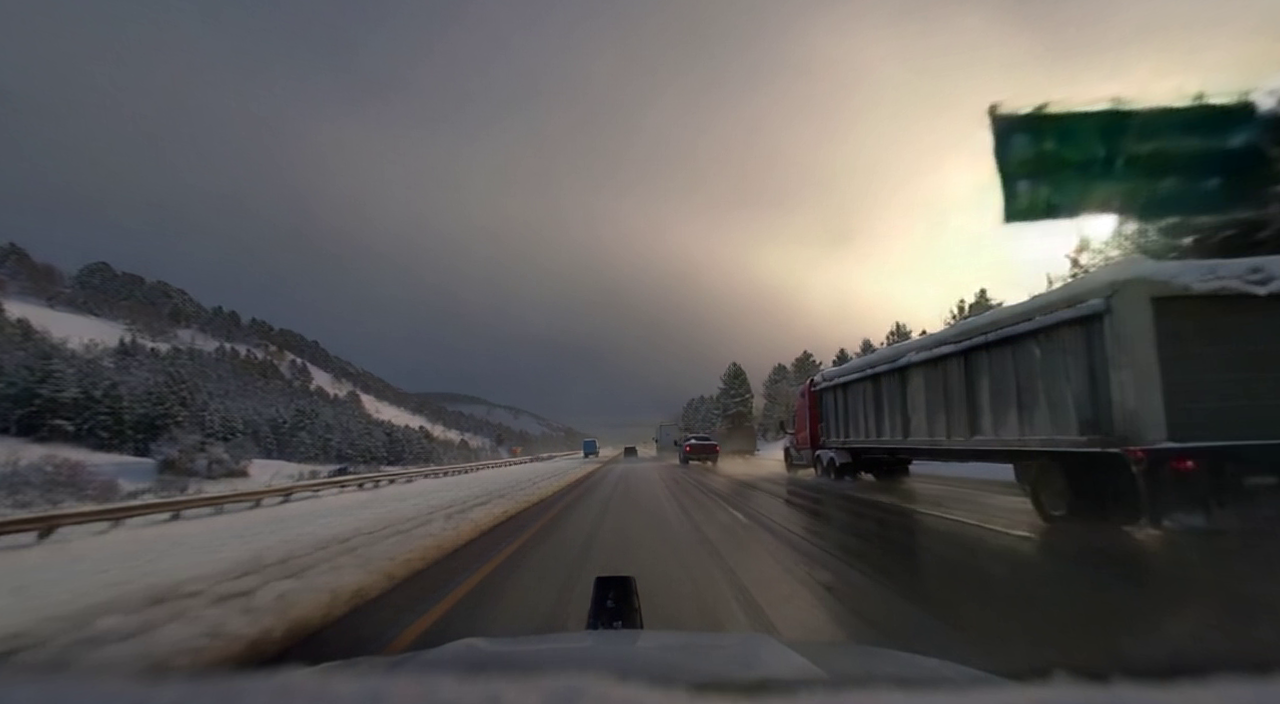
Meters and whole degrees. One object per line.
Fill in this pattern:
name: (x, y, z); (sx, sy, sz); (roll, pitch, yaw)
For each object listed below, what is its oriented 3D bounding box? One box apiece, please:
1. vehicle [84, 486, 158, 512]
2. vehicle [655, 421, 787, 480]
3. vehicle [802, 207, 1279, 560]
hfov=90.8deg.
vehicle: (-37.012, 10.473, 45.184); (1.808, 1.497, 4.178); (0, -9, -1)
vehicle: (3.216, 4.060, 26.093); (5.075, 2.277, 2.365); (0, -9, -3)
vehicle: (7.632, 1.523, 15.561); (2.935, 4.187, 16.357); (0, -9, 0)
